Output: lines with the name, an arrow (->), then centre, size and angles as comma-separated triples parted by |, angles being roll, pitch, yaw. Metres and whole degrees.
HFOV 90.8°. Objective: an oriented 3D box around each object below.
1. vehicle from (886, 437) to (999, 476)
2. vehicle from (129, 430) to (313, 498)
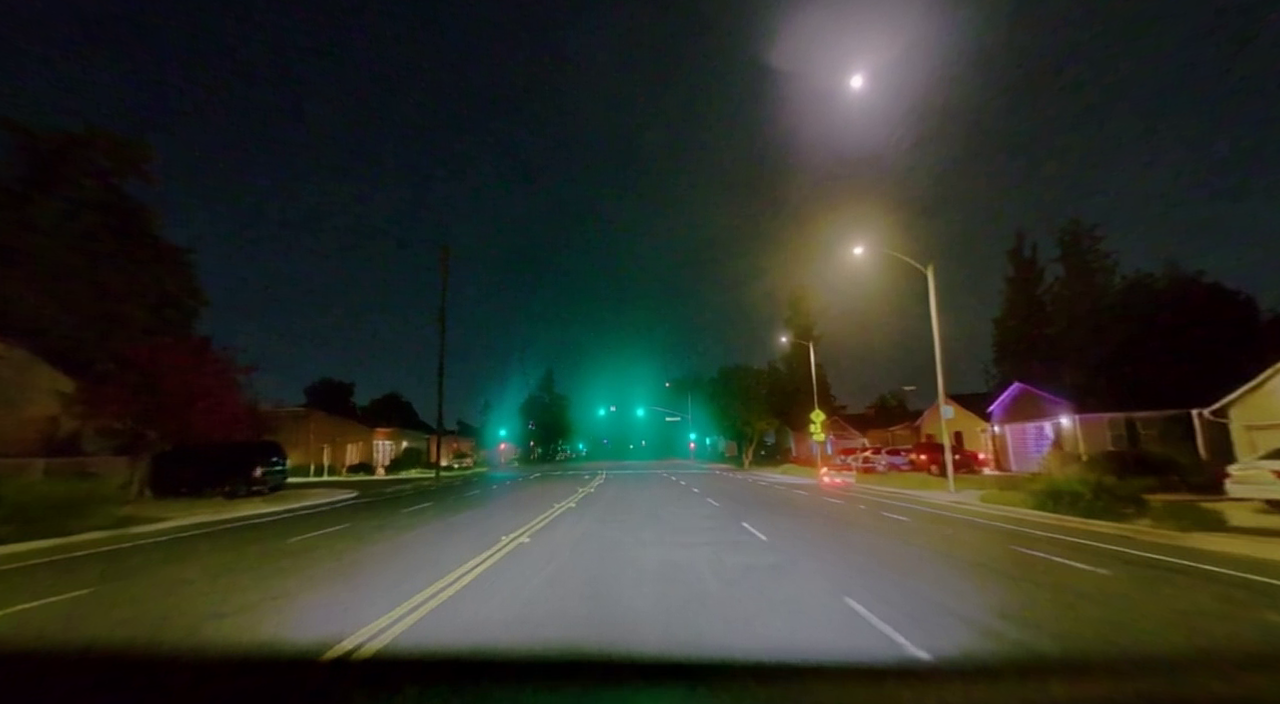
vehicle -> 15.490, 5.345, 32.545 | 4.739, 1.667, 1.998 | -3, -7, 0
vehicle -> -15.625, 4.202, 24.272 | 2.653, 2.232, 6.273 | 0, -9, 1
